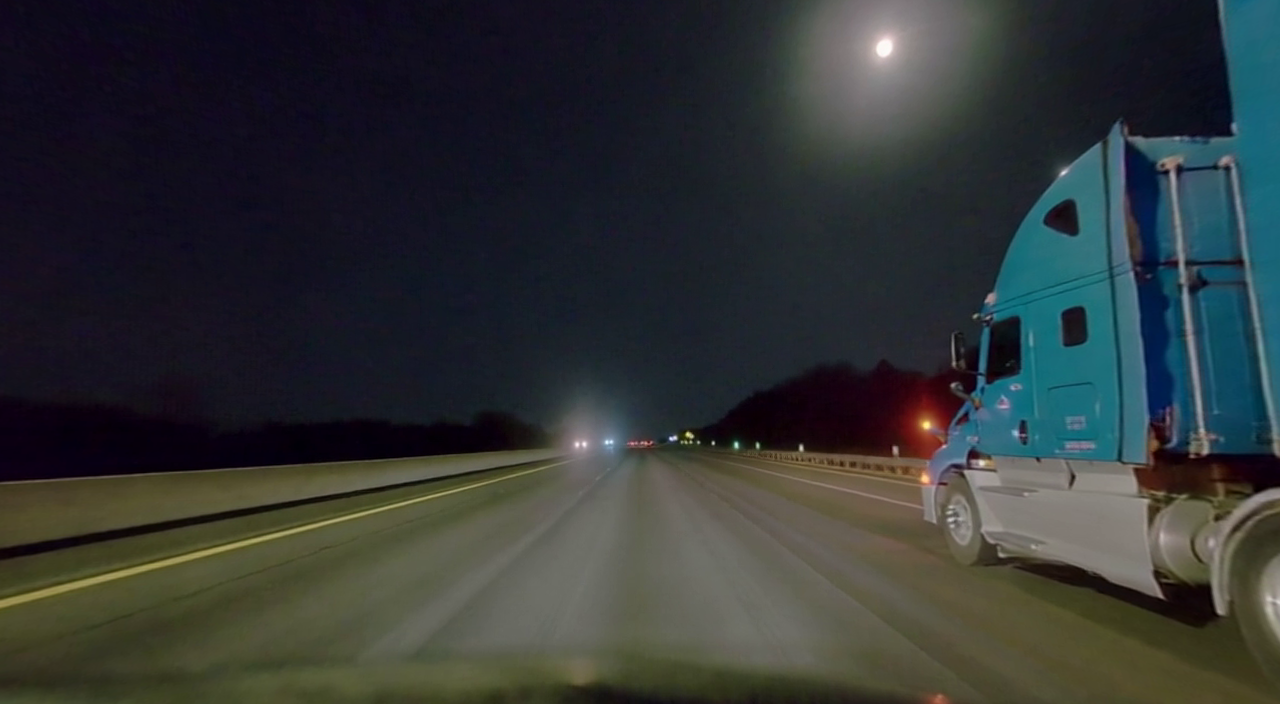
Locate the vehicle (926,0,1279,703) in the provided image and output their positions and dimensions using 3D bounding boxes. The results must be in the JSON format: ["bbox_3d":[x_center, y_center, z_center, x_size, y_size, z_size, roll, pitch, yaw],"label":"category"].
[{"bbox_3d":[4.116,-0.457,0.971,3.012,3.768,8.945,0,-8,-1],"label":"vehicle"}]
